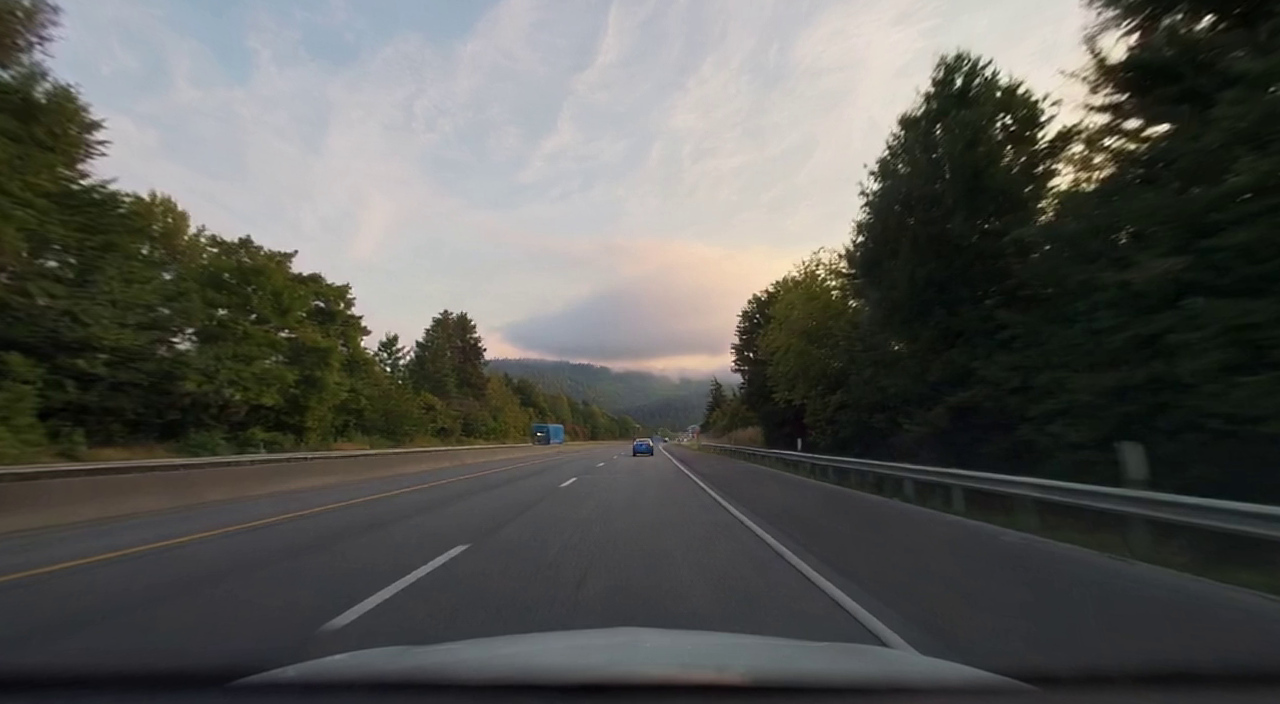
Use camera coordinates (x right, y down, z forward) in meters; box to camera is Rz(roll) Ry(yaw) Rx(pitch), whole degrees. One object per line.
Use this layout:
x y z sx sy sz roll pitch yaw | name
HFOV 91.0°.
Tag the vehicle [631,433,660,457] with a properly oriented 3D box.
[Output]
0.414 6.877 46.710 2.058 1.649 3.942 0 -8 0 | vehicle
